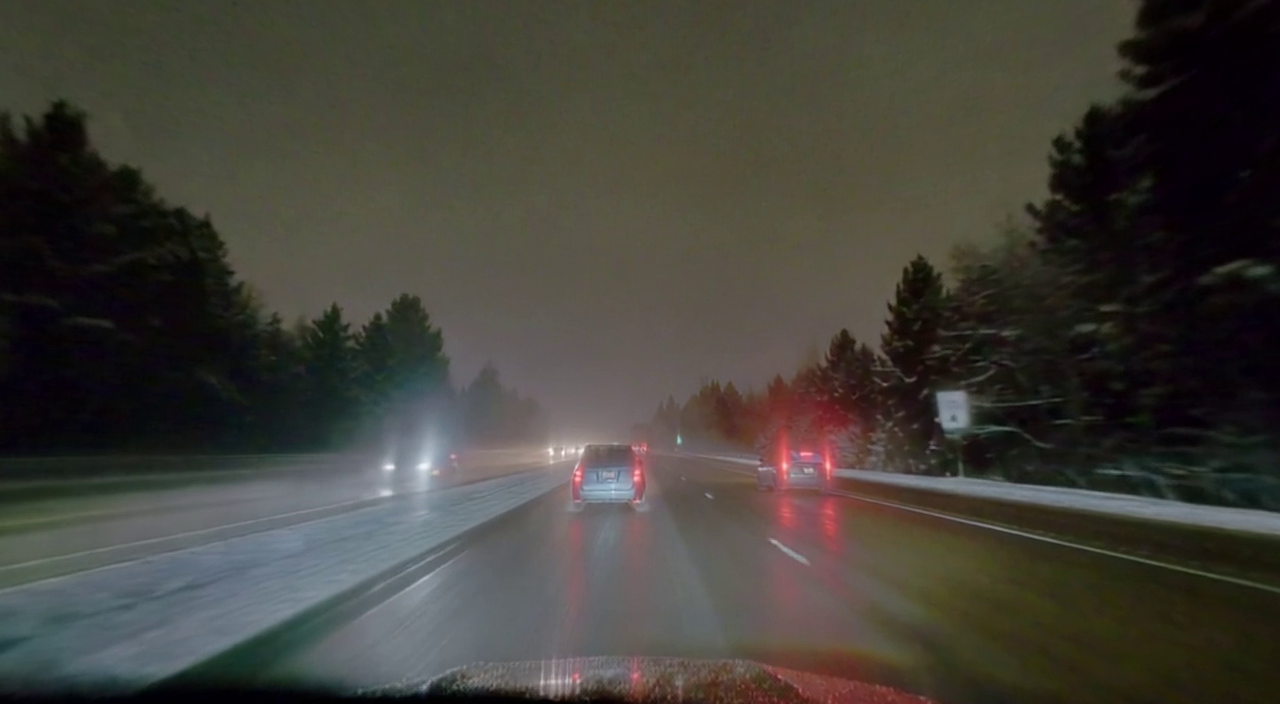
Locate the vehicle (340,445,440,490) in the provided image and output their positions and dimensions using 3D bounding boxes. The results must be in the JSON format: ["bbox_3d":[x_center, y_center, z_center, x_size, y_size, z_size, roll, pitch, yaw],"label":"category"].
[{"bbox_3d":[-8.895,4.121,22.700,1.840,1.474,4.203,0,-9,0],"label":"vehicle"}]

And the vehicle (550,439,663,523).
[{"bbox_3d":[-0.591,2.643,13.362,2.013,1.479,4.169,0,-9,0],"label":"vehicle"}]

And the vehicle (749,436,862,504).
[{"bbox_3d":[4.138,3.010,16.353,1.910,1.554,3.718,0,-9,0],"label":"vehicle"}]
